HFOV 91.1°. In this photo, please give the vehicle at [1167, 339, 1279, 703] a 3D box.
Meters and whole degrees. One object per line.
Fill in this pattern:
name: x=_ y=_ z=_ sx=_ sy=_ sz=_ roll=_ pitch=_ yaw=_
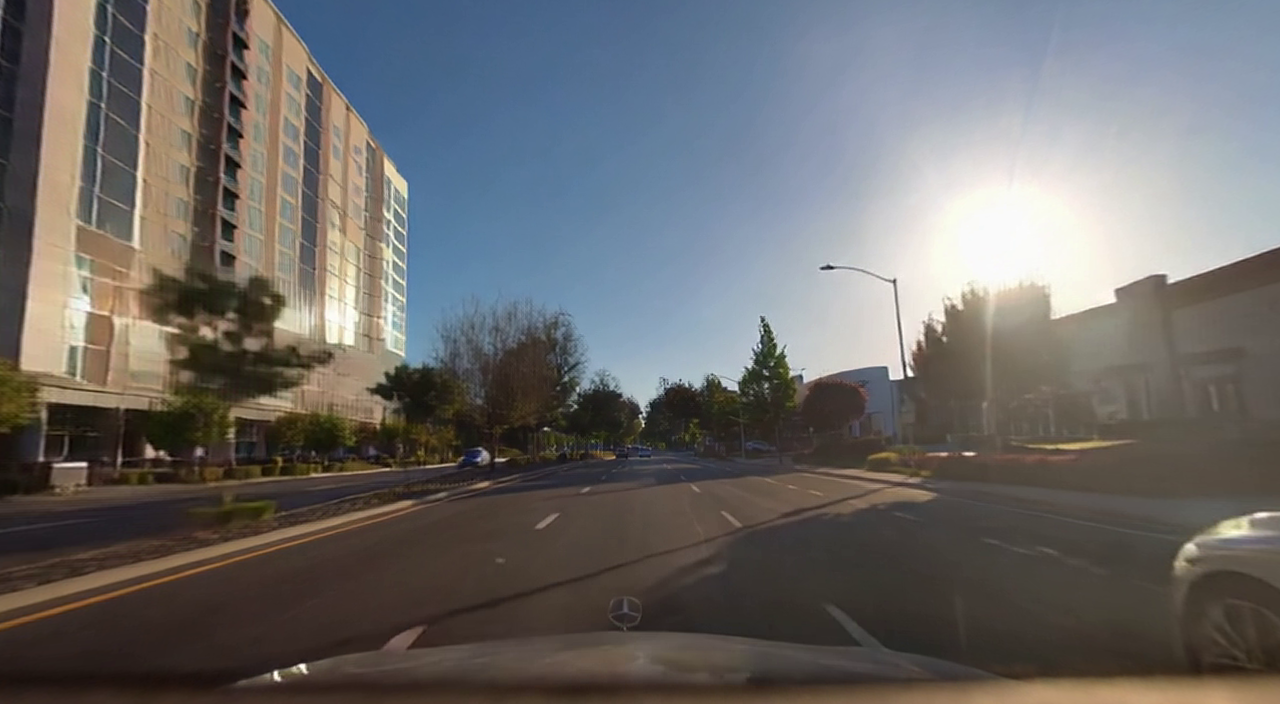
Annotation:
vehicle: x=3.251 y=0.535 z=0.313 sx=2.090 sy=1.685 sz=4.436 roll=0 pitch=-8 yaw=0
